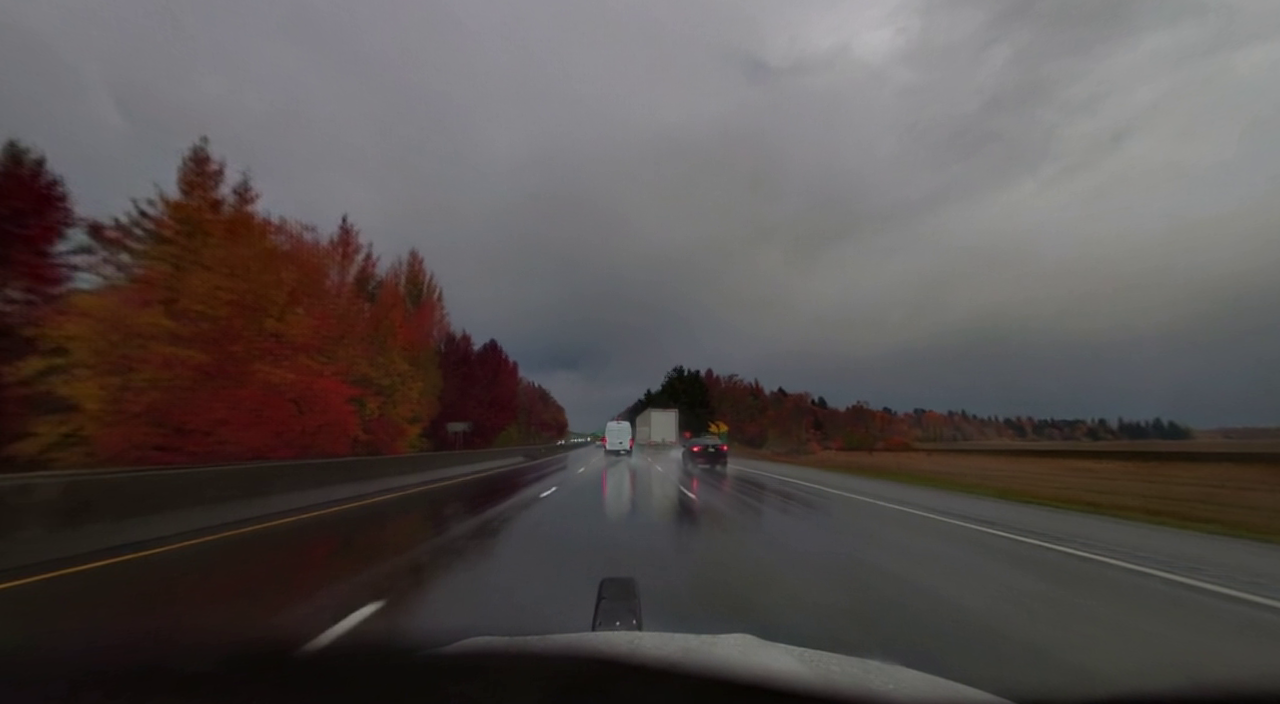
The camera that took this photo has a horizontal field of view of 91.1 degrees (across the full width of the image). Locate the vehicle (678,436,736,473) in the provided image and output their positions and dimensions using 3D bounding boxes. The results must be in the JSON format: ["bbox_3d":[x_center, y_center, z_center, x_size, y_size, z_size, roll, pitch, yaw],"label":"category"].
[{"bbox_3d":[2.878,4.513,27.973,1.962,1.508,4.363,0,-8,-2],"label":"vehicle"}]

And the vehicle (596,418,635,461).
[{"bbox_3d":[-1.536,5.721,41.156,2.389,2.637,5.437,0,-8,-1],"label":"vehicle"}]
